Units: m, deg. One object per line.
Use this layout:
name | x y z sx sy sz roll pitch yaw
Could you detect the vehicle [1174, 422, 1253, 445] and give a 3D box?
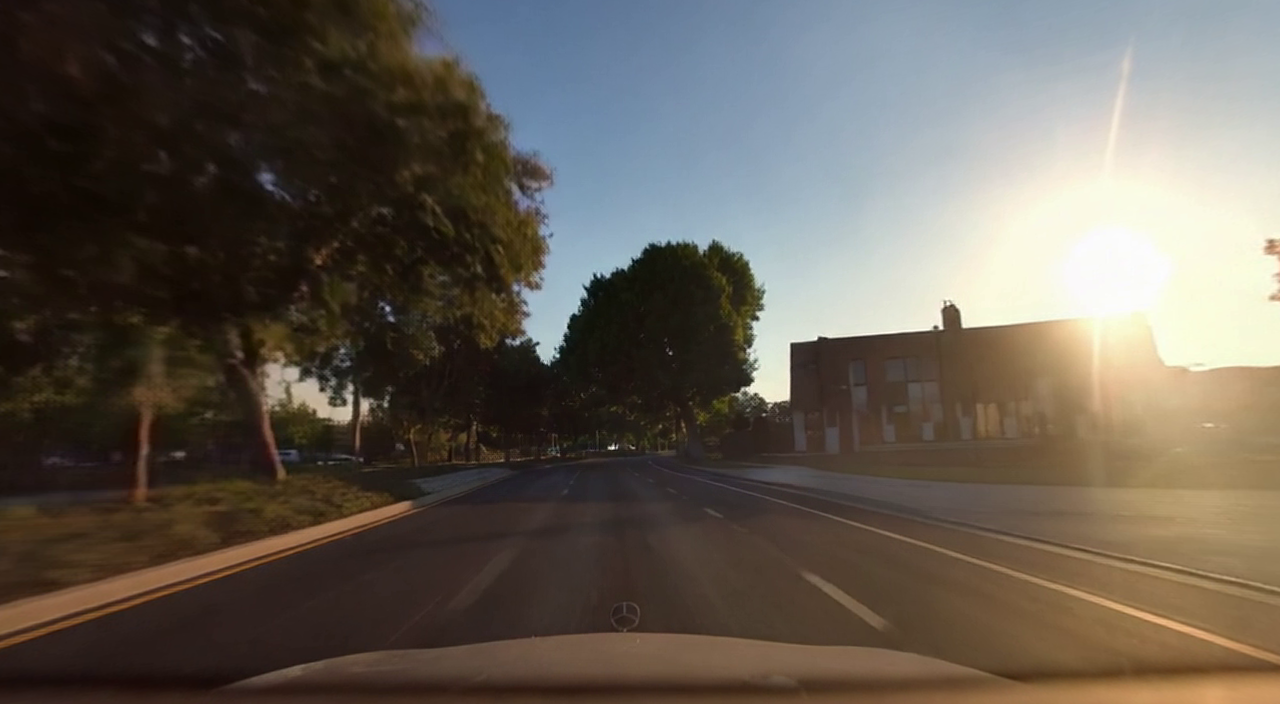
vehicle | 42.614 6.107 47.088 1.788 1.600 4.685 -1 -9 6
